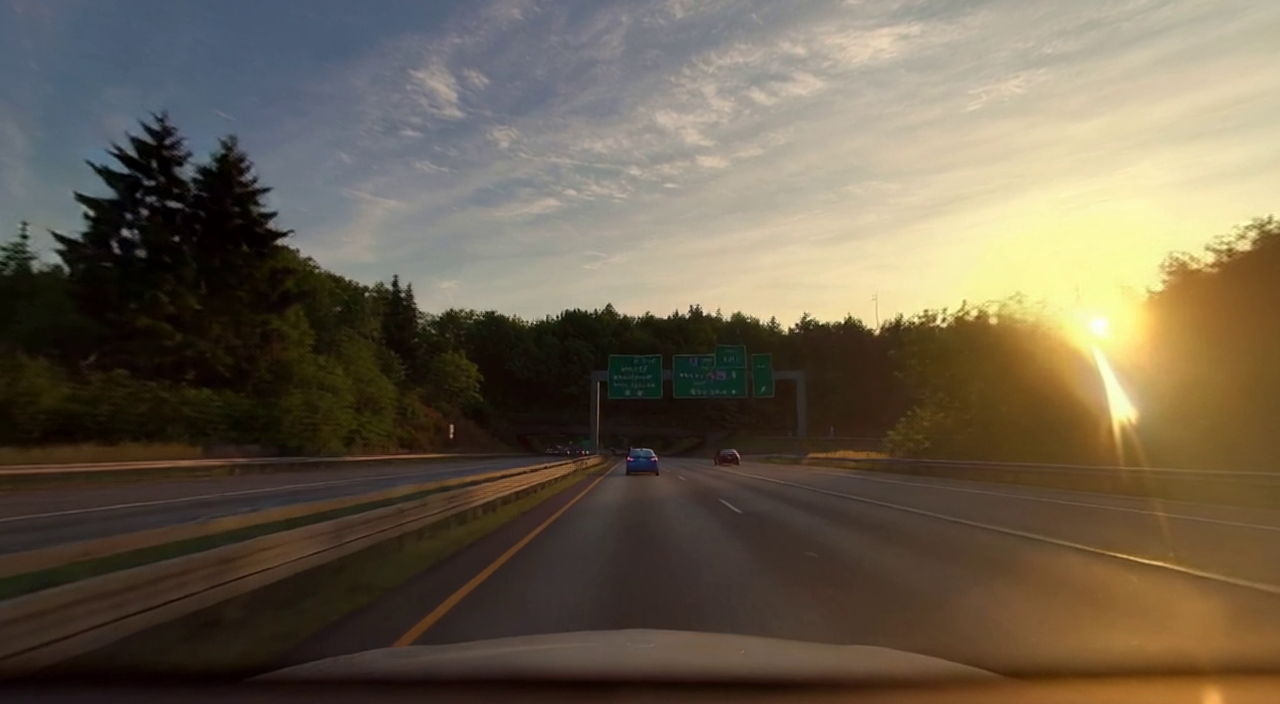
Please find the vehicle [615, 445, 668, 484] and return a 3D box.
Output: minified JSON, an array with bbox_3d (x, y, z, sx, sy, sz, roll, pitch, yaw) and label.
[{"bbox_3d":[0.045,4.727,26.761,2.069,1.523,4.012,0,-9,-1],"label":"vehicle"}]
